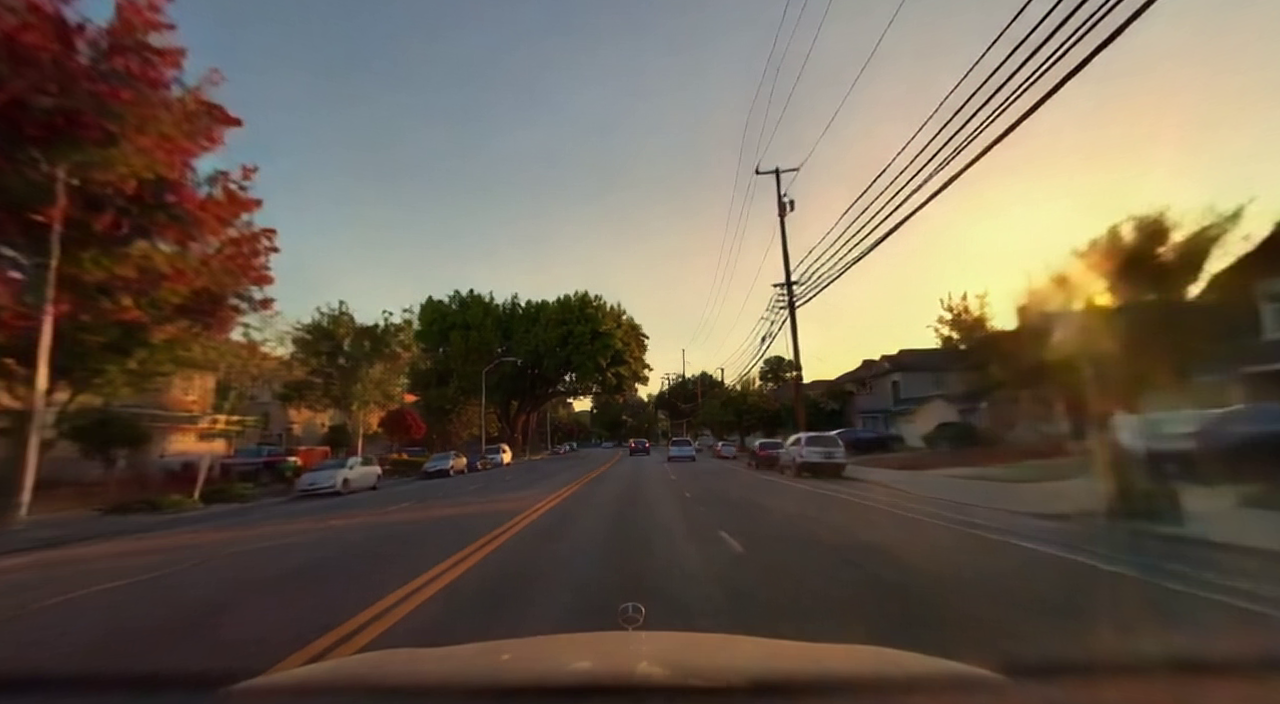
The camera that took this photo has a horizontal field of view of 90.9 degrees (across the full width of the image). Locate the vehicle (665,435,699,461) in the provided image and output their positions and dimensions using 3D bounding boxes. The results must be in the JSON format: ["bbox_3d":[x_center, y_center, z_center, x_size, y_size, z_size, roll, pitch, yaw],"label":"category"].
[{"bbox_3d":[2.966,6.936,45.630,2.070,1.765,4.731,0,-8,-1],"label":"vehicle"}]

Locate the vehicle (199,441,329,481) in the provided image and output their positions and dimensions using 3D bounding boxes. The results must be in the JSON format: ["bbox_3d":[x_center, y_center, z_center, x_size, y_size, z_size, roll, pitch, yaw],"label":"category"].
[{"bbox_3d":[-17.700,5.142,29.869,4.745,1.810,2.197,-1,-8,2],"label":"vehicle"}]

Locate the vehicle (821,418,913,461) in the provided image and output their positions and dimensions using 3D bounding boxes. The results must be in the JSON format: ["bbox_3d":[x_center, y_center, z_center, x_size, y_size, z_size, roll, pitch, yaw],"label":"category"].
[{"bbox_3d":[12.948,5.030,36.234,4.305,1.844,2.135,-7,-9,1],"label":"vehicle"}]

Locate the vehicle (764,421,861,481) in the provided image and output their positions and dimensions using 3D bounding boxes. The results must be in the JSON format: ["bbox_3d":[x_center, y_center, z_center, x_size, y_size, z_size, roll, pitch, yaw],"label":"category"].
[{"bbox_3d":[6.596,3.866,24.864,2.274,2.090,5.465,0,-8,0],"label":"vehicle"}]

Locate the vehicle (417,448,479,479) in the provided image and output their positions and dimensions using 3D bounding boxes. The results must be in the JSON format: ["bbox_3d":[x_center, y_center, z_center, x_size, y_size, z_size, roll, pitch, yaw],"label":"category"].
[{"bbox_3d":[-10.504,6.115,34.805,2.098,1.503,4.113,0,-8,0],"label":"vehicle"}]

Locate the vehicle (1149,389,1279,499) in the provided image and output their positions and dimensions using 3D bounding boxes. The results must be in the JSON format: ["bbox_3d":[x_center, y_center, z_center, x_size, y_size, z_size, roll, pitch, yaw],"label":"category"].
[{"bbox_3d":[12.717,1.552,11.813,4.496,1.773,1.972,-5,-8,-1],"label":"vehicle"}]

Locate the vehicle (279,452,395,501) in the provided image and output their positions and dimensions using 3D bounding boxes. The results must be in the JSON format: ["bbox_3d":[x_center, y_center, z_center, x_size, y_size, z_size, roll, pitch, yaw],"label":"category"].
[{"bbox_3d":[-10.711,4.408,22.725,1.896,1.495,4.425,-1,-8,1],"label":"vehicle"}]
